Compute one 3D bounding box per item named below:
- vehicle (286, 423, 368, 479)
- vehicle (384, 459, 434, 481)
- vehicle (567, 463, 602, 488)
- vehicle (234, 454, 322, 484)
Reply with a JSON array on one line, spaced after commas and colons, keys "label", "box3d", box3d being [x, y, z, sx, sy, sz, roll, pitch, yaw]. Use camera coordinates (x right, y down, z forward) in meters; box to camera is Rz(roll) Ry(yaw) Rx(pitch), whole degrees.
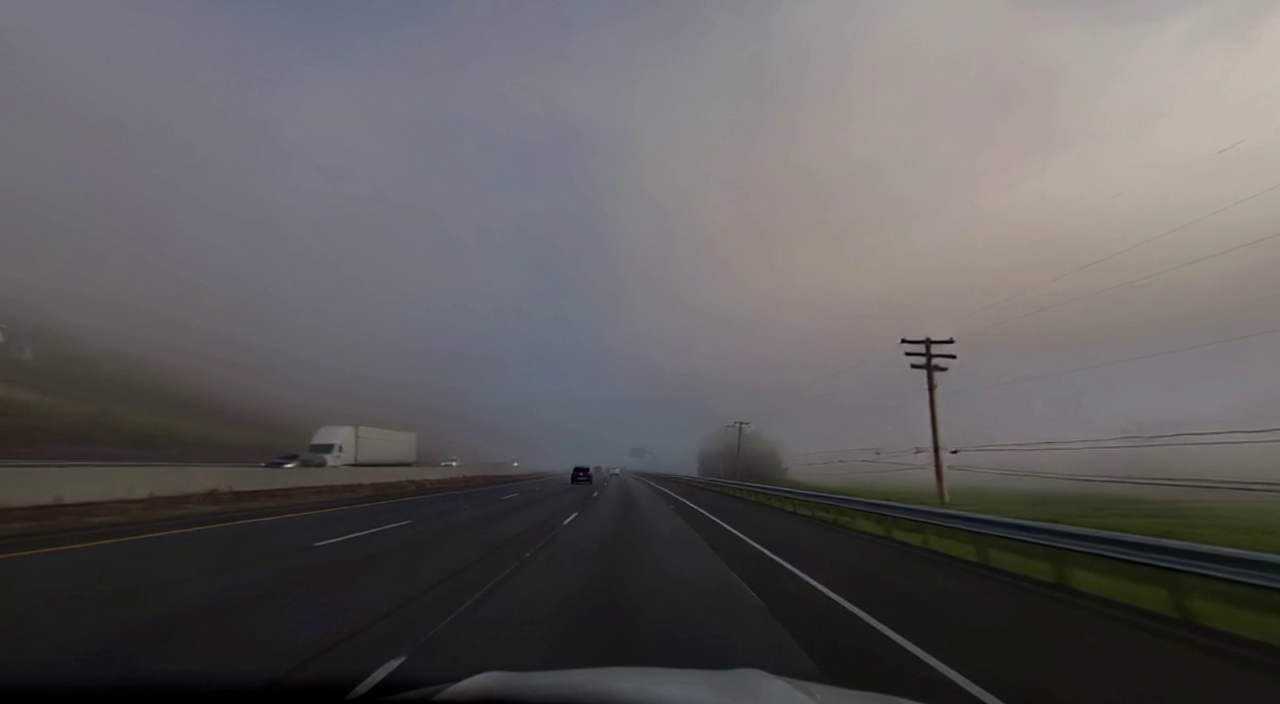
[{"label": "vehicle", "box3d": [-23.887, 7.660, 48.486, 3.203, 3.952, 5.905, 1, -10, -2]}, {"label": "vehicle", "box3d": [-16.351, 8.393, 44.820, 1.885, 1.464, 4.601, 1, -10, -1]}, {"label": "vehicle", "box3d": [-3.998, 8.965, 45.846, 2.194, 1.704, 4.421, 1, -10, -1]}, {"label": "vehicle", "box3d": [-19.657, 6.384, 34.503, 2.157, 1.508, 4.446, 1, -10, -1]}]
